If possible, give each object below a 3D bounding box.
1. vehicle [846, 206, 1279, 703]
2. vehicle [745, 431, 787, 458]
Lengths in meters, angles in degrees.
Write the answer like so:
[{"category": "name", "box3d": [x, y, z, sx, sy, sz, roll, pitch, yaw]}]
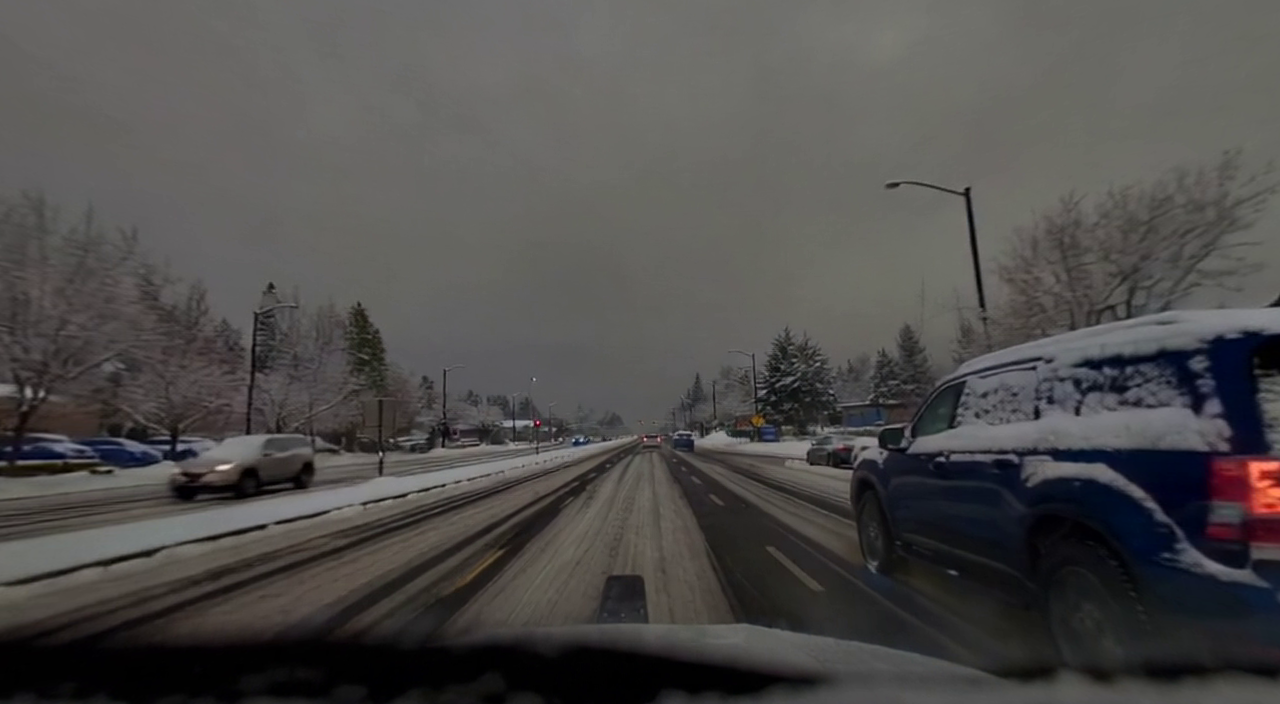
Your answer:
[{"category": "vehicle", "box3d": [3.069, 0.802, 3.538, 2.246, 1.963, 4.777, 0, -8, 1]}, {"category": "vehicle", "box3d": [8.260, 6.095, 41.484, 1.960, 1.693, 4.452, 0, -8, 2]}]
